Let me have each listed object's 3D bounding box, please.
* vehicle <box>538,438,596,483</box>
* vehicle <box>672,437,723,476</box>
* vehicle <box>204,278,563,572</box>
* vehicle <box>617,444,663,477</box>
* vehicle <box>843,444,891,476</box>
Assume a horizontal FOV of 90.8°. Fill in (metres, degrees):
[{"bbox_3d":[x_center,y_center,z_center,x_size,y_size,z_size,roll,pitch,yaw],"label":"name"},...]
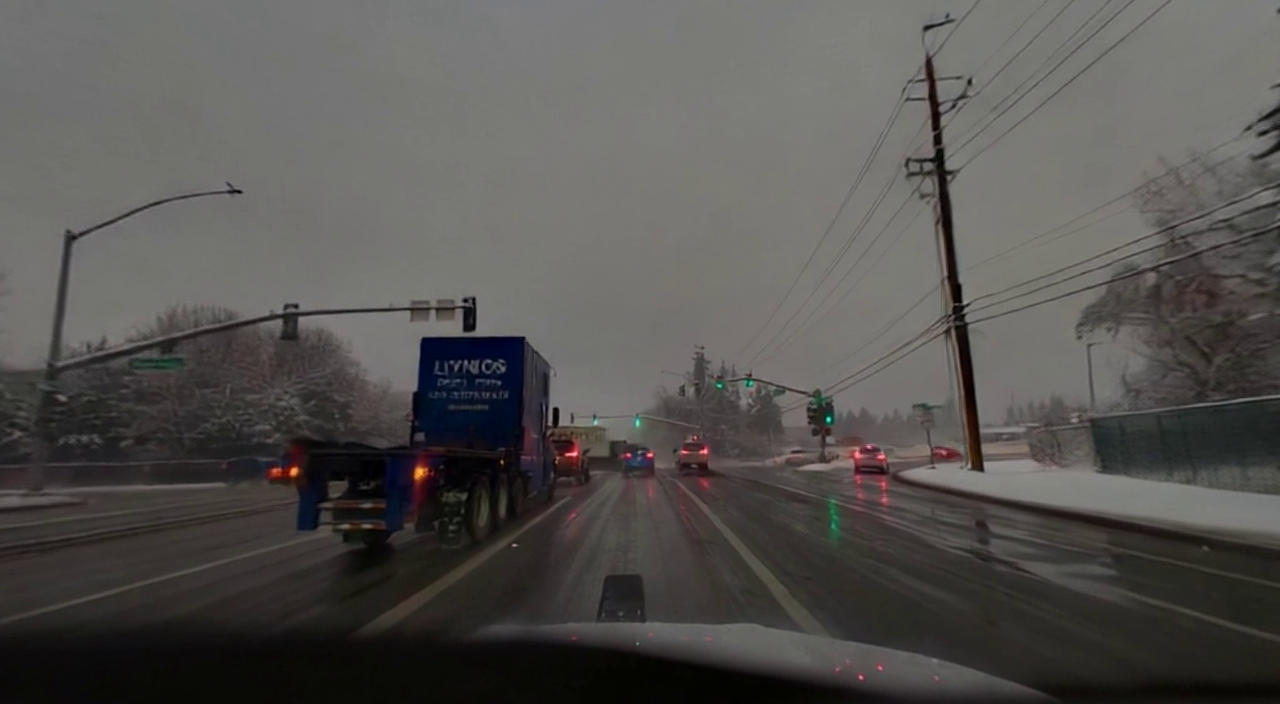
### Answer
[{"bbox_3d":[-3.167,4.783,28.192,1.994,1.806,4.564,0,-9,1],"label":"vehicle"},{"bbox_3d":[2.884,5.378,32.636,2.086,1.849,4.607,0,-9,-1],"label":"vehicle"},{"bbox_3d":[-3.380,1.411,11.361,2.889,3.347,8.285,0,-9,0],"label":"vehicle"},{"bbox_3d":[-0.025,5.345,31.215,2.117,1.499,4.036,0,-9,-1],"label":"vehicle"},{"bbox_3d":[13.084,6.147,36.213,2.102,1.662,4.533,-4,-10,25],"label":"vehicle"}]
